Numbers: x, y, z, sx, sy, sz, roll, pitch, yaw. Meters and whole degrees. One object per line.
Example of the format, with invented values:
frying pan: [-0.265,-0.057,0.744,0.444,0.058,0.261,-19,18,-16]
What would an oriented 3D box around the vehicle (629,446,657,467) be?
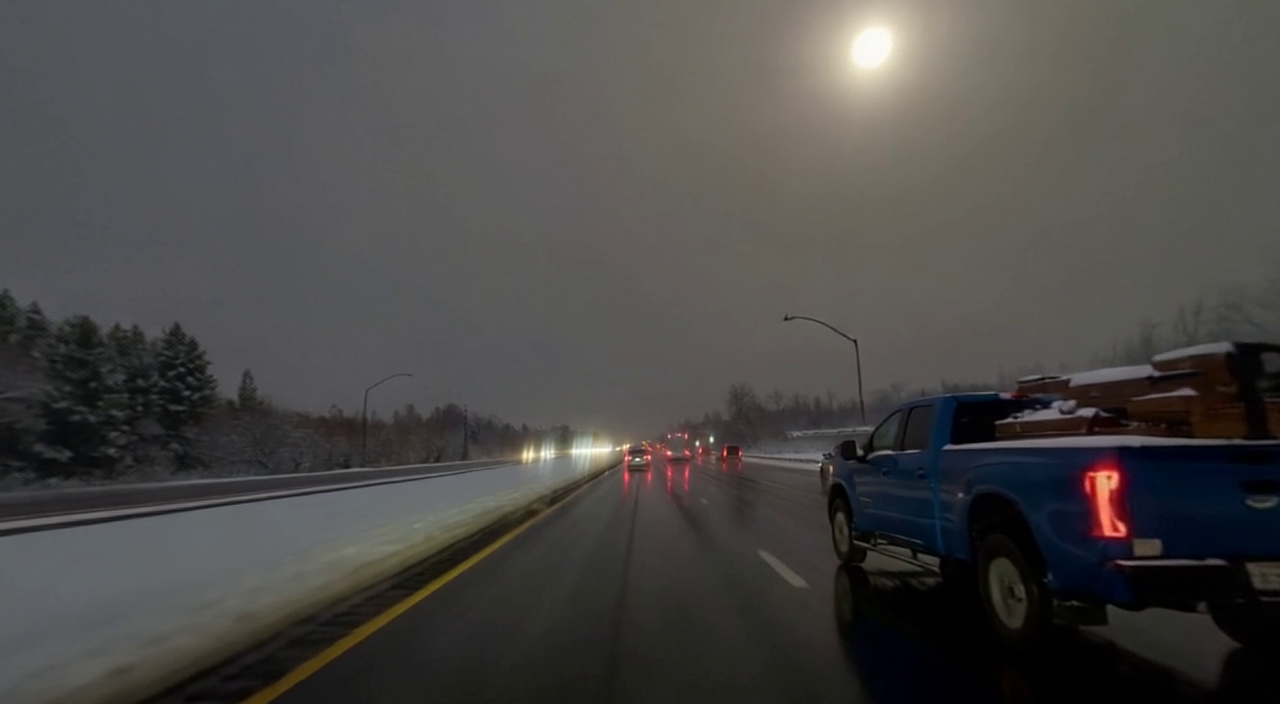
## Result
vehicle: [0.238,7.820,47.343,2.030,1.473,3.926,0,-9,0]

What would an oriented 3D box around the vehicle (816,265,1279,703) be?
vehicle: [3.518,1.053,5.442,2.354,2.079,5.586,0,-9,0]

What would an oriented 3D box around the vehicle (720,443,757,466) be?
vehicle: [7.683,8.033,49.616,2.189,1.704,4.521,0,-9,0]
